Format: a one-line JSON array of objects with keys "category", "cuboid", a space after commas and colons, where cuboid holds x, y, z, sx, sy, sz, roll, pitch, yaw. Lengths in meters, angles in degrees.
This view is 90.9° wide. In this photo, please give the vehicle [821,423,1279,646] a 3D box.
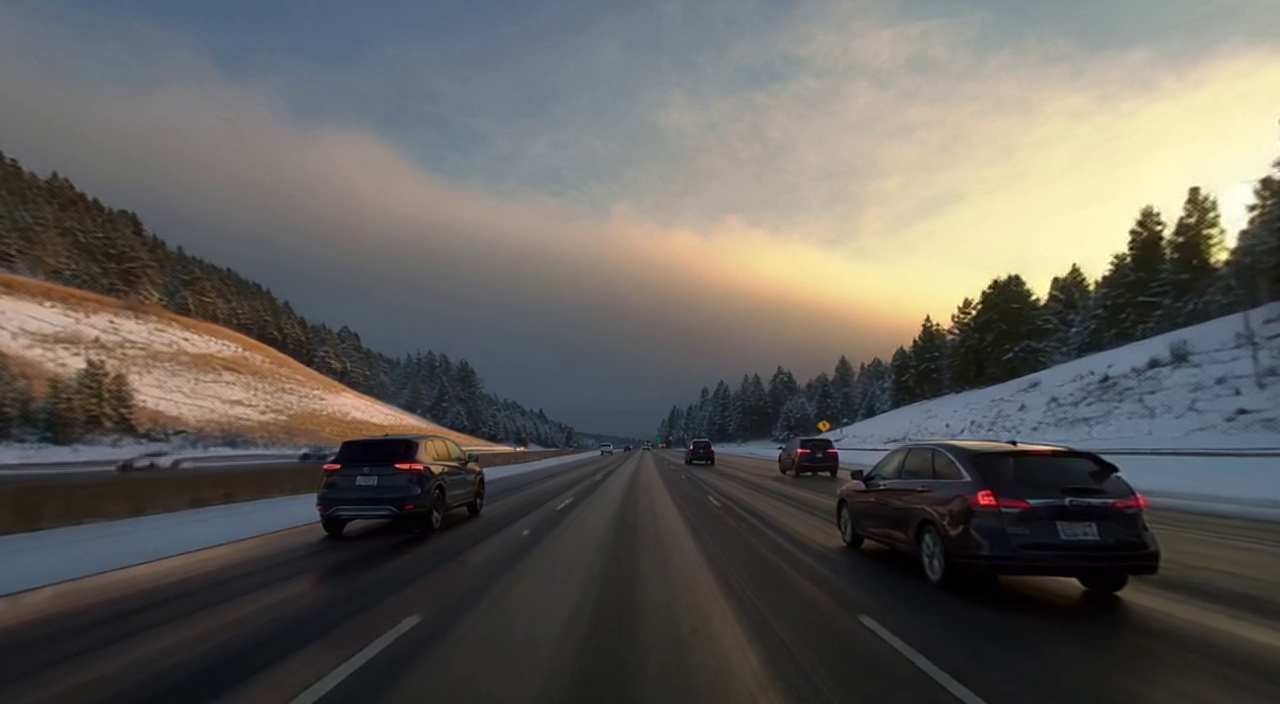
[{"category": "vehicle", "cuboid": [3.468, 1.555, 6.466, 1.941, 1.481, 4.300, 0, -8, 0]}]

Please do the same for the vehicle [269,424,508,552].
[{"category": "vehicle", "cuboid": [-3.833, 2.146, 10.677, 2.166, 1.672, 4.388, 0, -8, 1]}]

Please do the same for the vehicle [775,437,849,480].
[{"category": "vehicle", "cuboid": [7.501, 4.692, 28.030, 1.998, 1.717, 4.338, 0, -8, -1]}]

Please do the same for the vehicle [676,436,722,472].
[{"category": "vehicle", "cuboid": [3.300, 5.831, 36.243, 2.121, 1.925, 5.056, 0, -8, -1]}]
